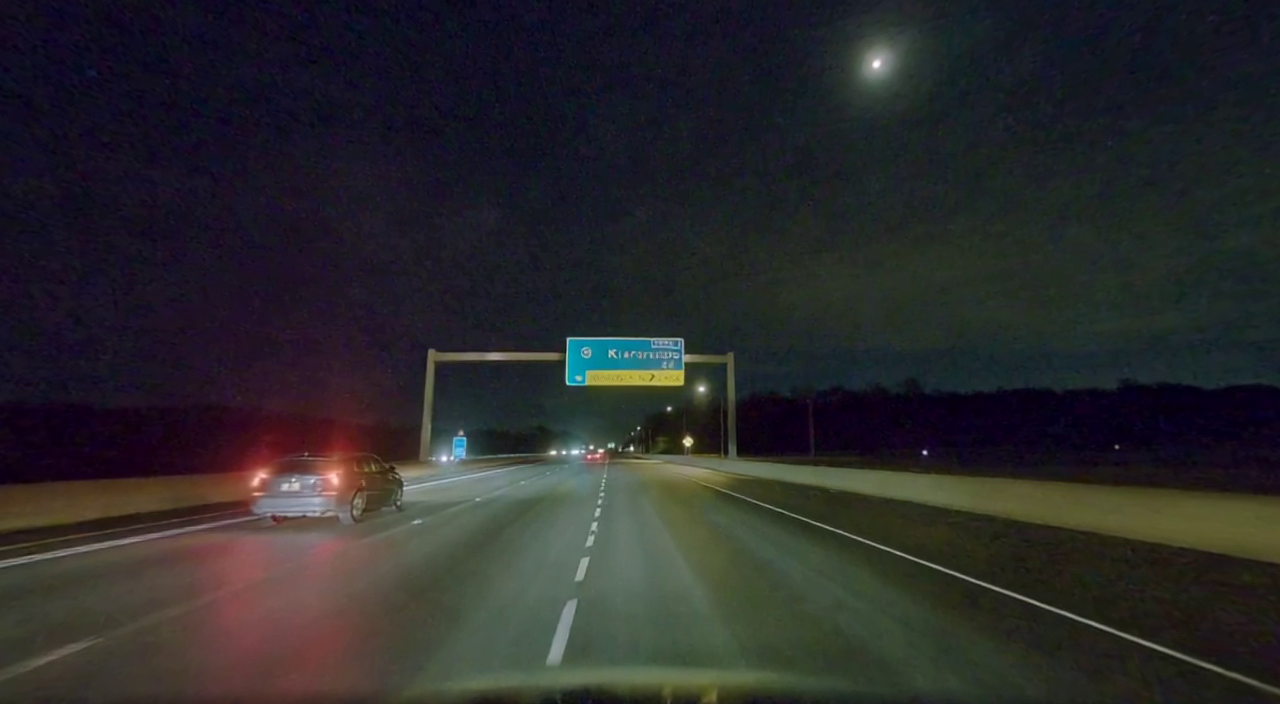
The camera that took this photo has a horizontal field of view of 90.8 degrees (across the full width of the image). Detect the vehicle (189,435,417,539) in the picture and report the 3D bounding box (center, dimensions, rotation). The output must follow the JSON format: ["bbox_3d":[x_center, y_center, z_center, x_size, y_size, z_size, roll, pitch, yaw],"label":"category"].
[{"bbox_3d":[-6.064,2.454,12.108,2.098,1.606,4.227,0,-9,-2],"label":"vehicle"}]
